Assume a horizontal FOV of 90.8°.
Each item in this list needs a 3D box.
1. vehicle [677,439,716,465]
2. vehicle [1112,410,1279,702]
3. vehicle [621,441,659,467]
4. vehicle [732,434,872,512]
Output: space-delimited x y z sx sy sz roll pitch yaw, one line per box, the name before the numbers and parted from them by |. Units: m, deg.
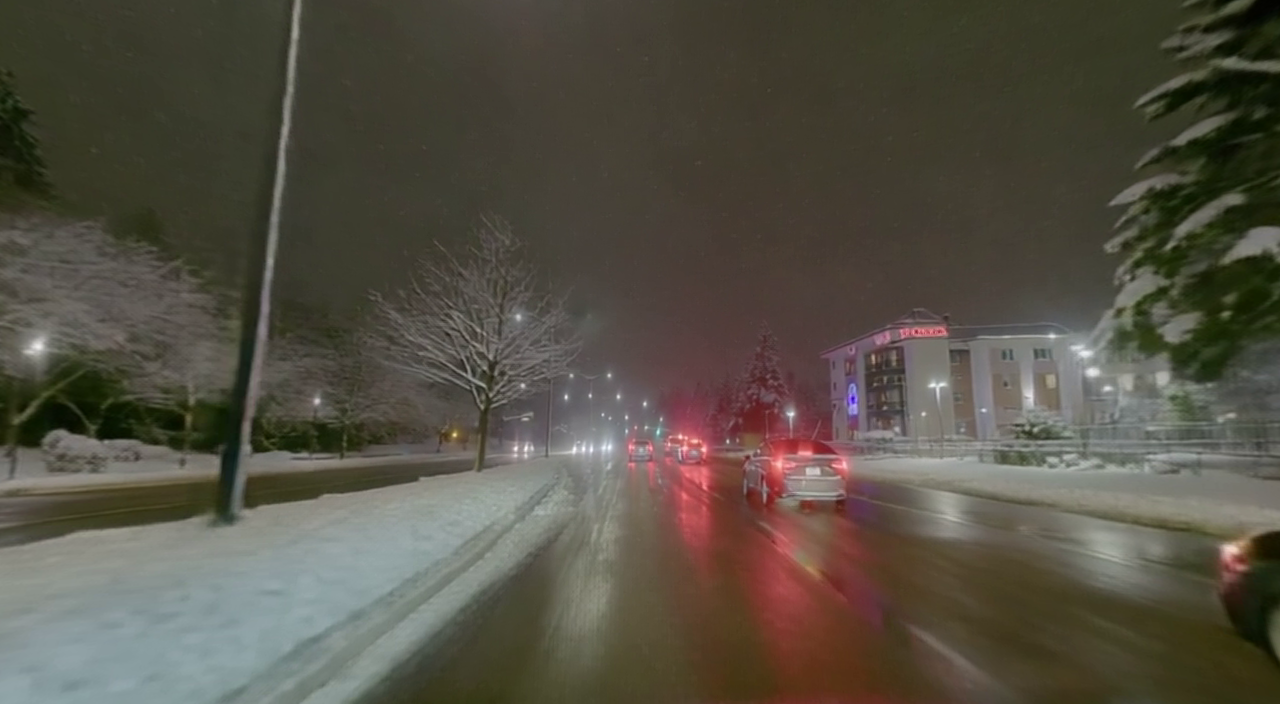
vehicle | 3.669 6.614 41.811 2.041 1.611 4.426 0 -9 -1
vehicle | 4.472 0.877 2.047 2.098 1.507 4.655 0 -8 -3
vehicle | -0.054 5.962 37.030 2.095 1.456 3.873 0 -8 -1
vehicle | 3.519 2.716 14.750 1.953 1.514 4.672 0 -8 -1
